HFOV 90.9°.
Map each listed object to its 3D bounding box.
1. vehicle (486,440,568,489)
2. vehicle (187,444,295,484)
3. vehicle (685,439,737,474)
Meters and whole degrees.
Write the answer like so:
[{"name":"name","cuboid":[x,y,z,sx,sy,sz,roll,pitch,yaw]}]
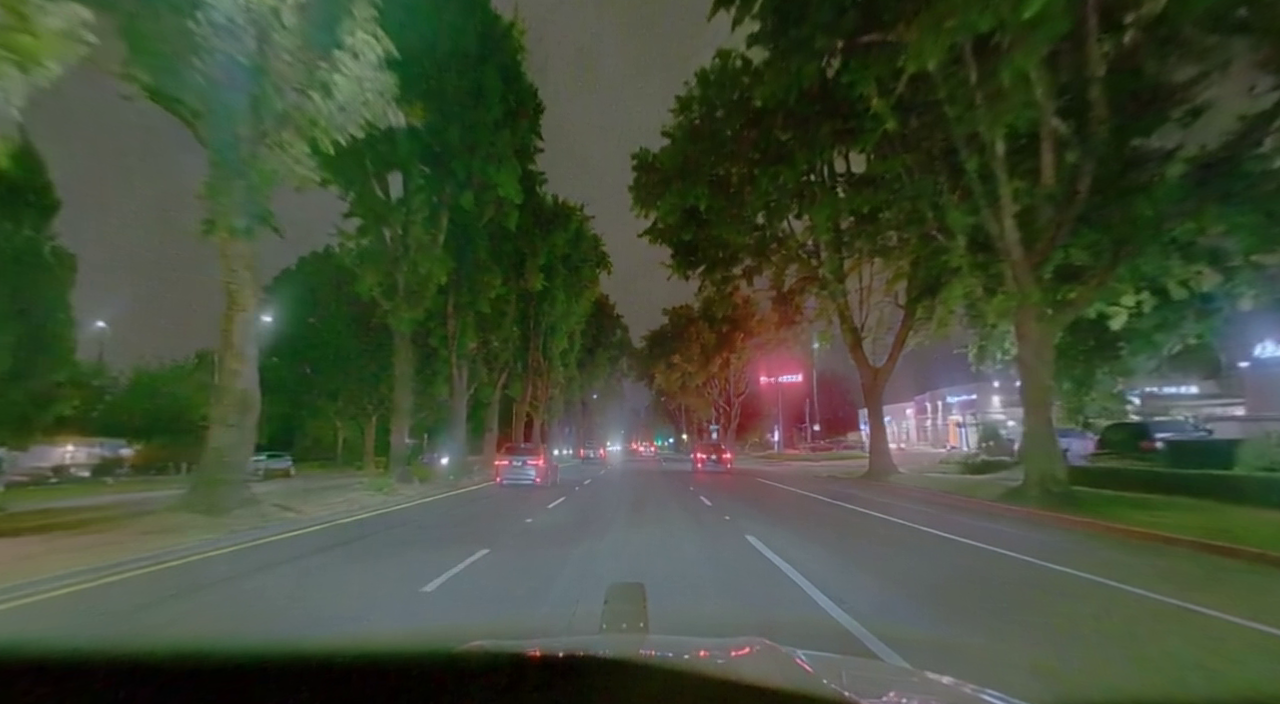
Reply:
[{"name":"vehicle","cuboid":[-3.739,3.805,21.724,1.908,1.481,4.536,0,-8,1]},{"name":"vehicle","cuboid":[-22.802,6.398,36.432,2.235,2.061,5.936,0,-8,2]},{"name":"vehicle","cuboid":[3.333,4.980,30.261,1.922,1.579,3.642,0,-8,-2]}]
